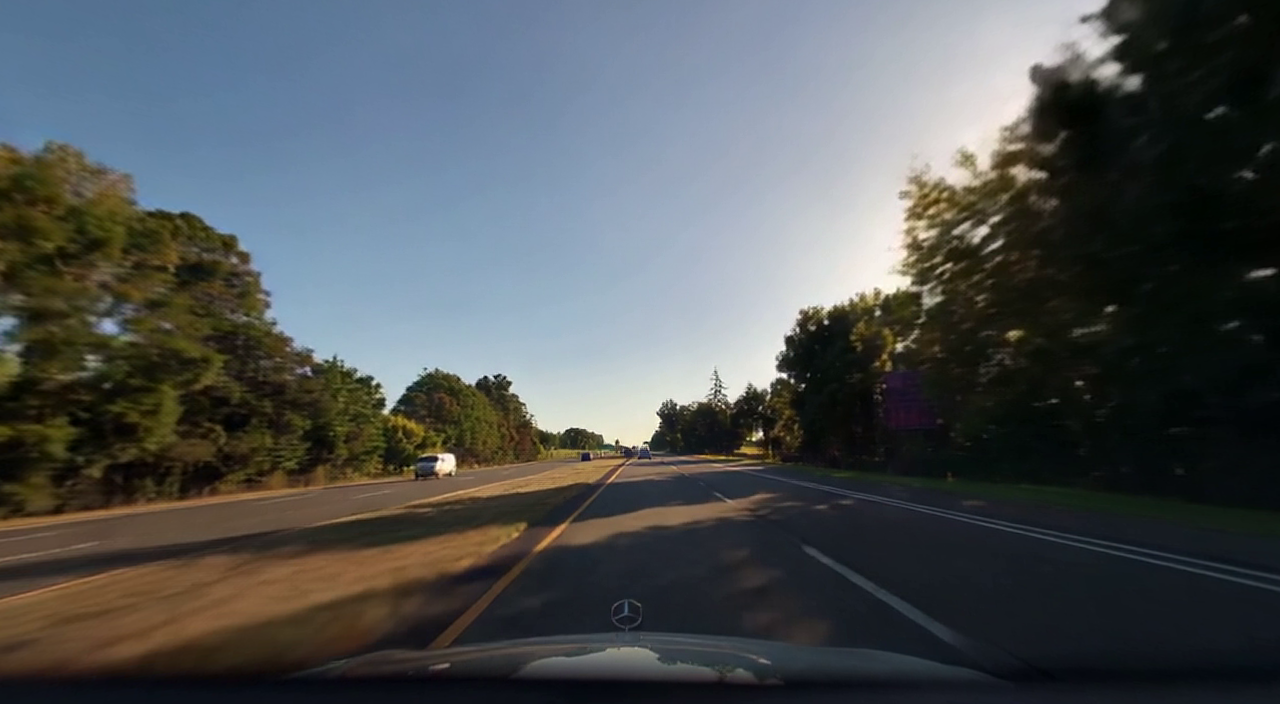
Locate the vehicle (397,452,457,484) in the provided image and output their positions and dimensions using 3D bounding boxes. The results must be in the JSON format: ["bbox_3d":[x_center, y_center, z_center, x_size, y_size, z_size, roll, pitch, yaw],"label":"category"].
[{"bbox_3d":[-13.937,7.570,41.613,2.127,1.936,4.888,0,-9,1],"label":"vehicle"}]
